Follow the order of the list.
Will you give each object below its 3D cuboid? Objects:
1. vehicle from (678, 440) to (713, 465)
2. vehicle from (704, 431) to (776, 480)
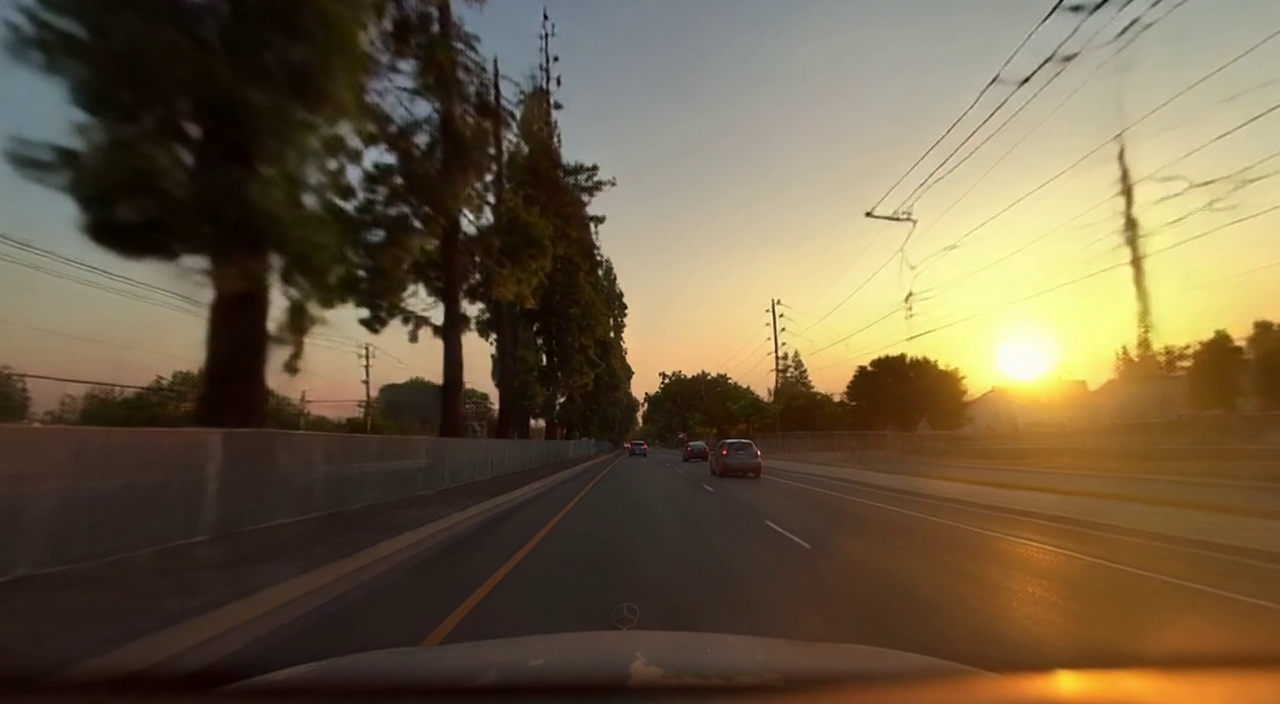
[{"bbox_3d":[3.794,6.975,43.870,2.012,1.653,4.115,0,-8,-1],"label":"vehicle"},{"bbox_3d":[4.024,4.280,26.317,2.112,1.825,4.574,0,-8,-2],"label":"vehicle"}]
